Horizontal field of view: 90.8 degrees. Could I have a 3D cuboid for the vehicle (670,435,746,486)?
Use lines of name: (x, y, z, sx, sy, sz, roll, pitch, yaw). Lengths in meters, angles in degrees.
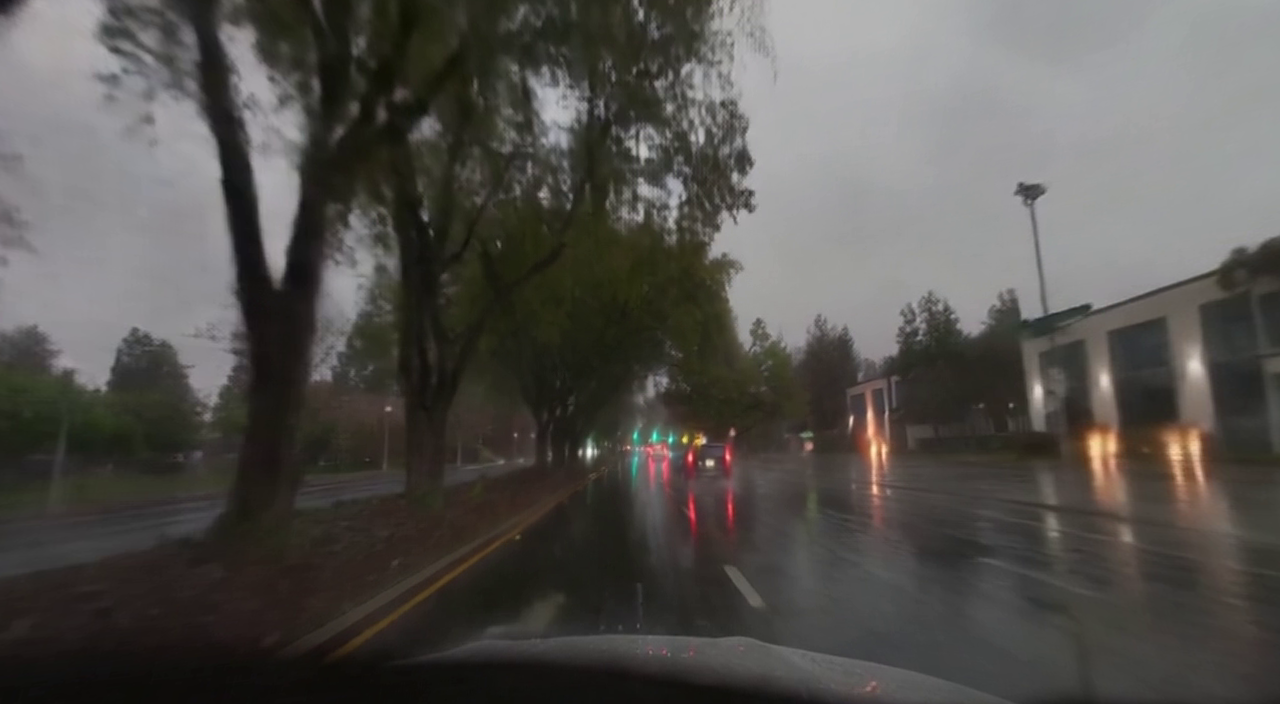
vehicle: (2.485, 4.139, 24.402, 2.240, 1.740, 4.605, 0, -9, -2)
